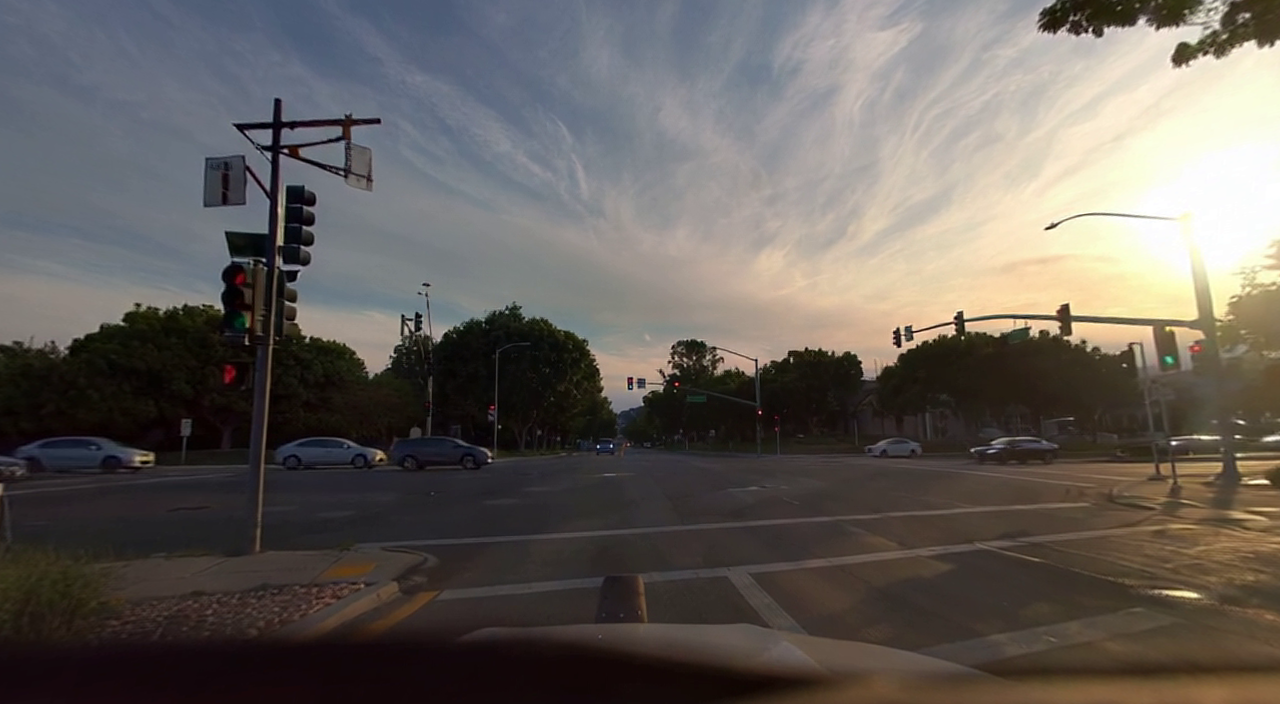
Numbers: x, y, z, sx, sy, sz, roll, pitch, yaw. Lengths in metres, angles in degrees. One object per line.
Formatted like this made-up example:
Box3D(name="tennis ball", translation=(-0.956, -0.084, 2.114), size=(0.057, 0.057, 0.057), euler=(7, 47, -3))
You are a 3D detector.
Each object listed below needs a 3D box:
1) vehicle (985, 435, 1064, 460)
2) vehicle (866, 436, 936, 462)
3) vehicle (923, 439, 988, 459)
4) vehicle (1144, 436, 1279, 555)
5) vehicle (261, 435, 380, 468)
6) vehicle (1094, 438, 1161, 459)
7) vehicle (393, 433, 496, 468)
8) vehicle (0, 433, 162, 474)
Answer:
Box3D(name="vehicle", translation=(26.169, 6.504, 43.019), size=(4.481, 1.561, 2.001), euler=(3, -9, -16))
Box3D(name="vehicle", translation=(15.675, 5.823, 37.839), size=(4.516, 1.468, 1.962), euler=(7, -11, -40))
Box3D(name="vehicle", translation=(24.070, 7.392, 48.203), size=(4.352, 1.456, 1.794), euler=(3, -9, -19))
Box3D(name="vehicle", translation=(9.228, 1.874, 7.887), size=(1.993, 1.505, 4.721), euler=(4, -9, 0))
Box3D(name="vehicle", translation=(-15.361, 4.775, 30.476), size=(4.912, 1.485, 1.922), euler=(5, -10, -29))
Box3D(name="vehicle", translation=(35.919, 7.090, 46.563), size=(4.533, 1.471, 1.772), euler=(4, -9, -22))
Box3D(name="vehicle", translation=(-9.347, 4.721, 30.356), size=(4.331, 1.544, 1.896), euler=(5, -10, -32))
Box3D(name="vehicle", translation=(-21.824, 3.912, 24.444), size=(4.849, 1.476, 1.935), euler=(3, -9, -18))
